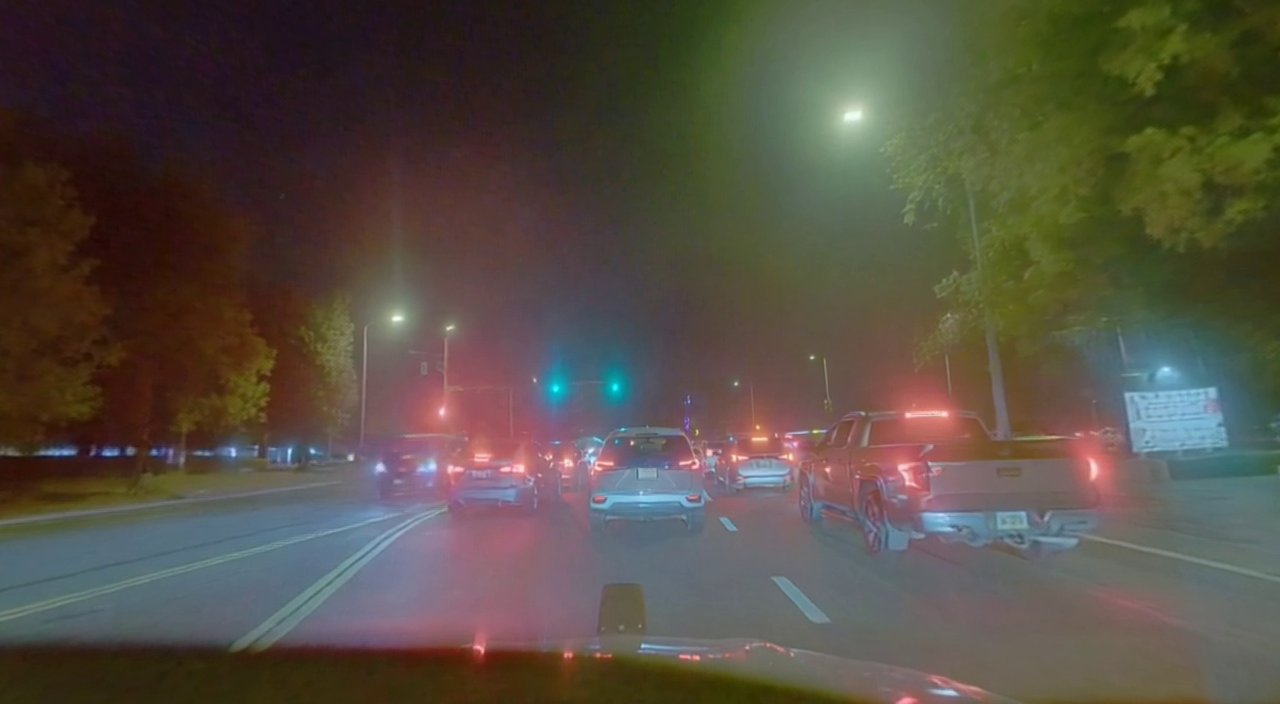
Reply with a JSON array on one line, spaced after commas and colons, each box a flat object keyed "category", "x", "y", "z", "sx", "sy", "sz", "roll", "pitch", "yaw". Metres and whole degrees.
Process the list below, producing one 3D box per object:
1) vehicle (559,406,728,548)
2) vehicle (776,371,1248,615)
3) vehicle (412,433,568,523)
[{"category": "vehicle", "x": 0.106, "y": 1.862, "z": 9.942, "sx": 2.113, "sy": 1.768, "sz": 3.901, "roll": 0, "pitch": -8, "yaw": 2}, {"category": "vehicle", "x": 3.482, "y": 1.509, "z": 7.861, "sx": 2.317, "sy": 1.857, "sz": 5.940, "roll": 0, "pitch": -8, "yaw": 1}, {"category": "vehicle", "x": -2.761, "y": 2.431, "z": 12.751, "sx": 2.023, "sy": 1.494, "sz": 4.259, "roll": 0, "pitch": -8, "yaw": 1}]
